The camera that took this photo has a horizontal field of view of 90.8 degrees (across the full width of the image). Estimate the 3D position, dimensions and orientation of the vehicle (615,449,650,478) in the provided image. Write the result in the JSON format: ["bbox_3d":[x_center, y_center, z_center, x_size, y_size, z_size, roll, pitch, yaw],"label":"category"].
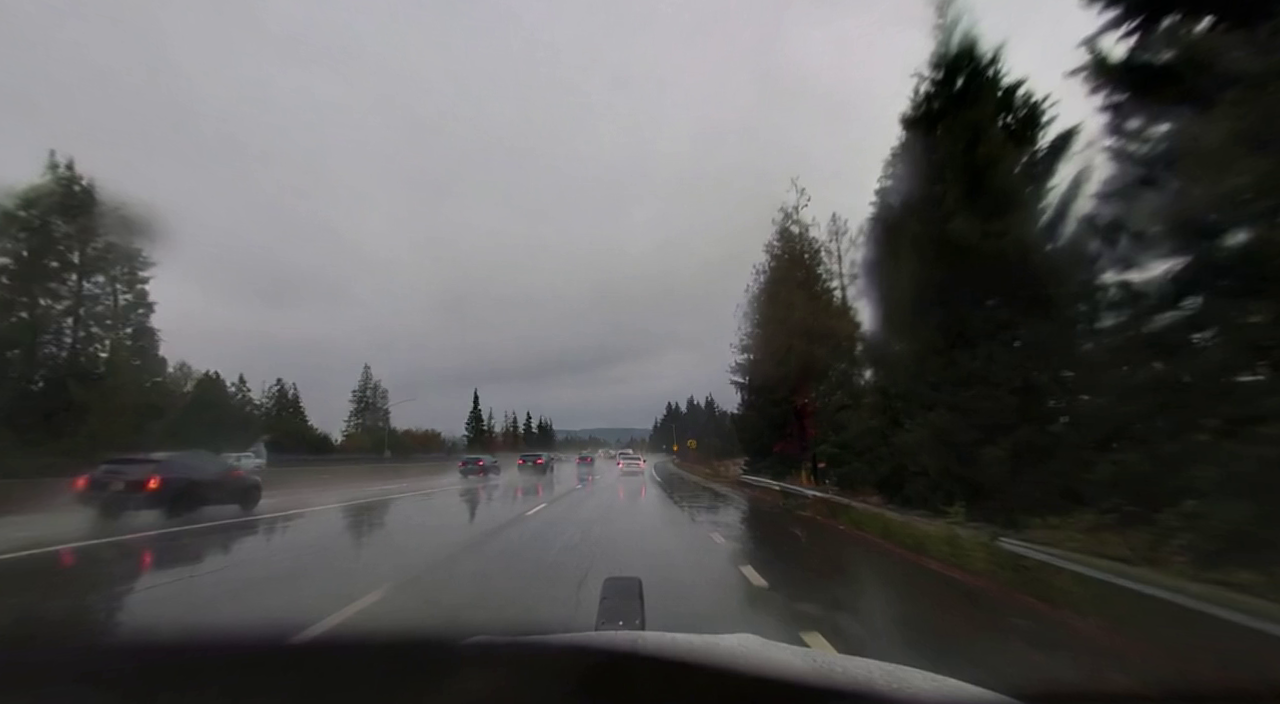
[{"bbox_3d":[-0.426,7.265,41.292,2.179,1.742,4.396,-1,-9,1],"label":"vehicle"}]

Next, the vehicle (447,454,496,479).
[{"bbox_3d":[-12.426,8.424,46.777,1.997,1.654,4.554,-1,-9,5],"label":"vehicle"}]

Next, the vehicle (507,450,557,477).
[{"bbox_3d":[-8.076,8.405,48.007,2.397,1.911,5.596,-1,-9,5],"label":"vehicle"}]

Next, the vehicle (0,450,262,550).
[{"bbox_3d":[-10.355,2.798,12.752,2.102,1.562,4.884,-1,-9,5],"label":"vehicle"}]
